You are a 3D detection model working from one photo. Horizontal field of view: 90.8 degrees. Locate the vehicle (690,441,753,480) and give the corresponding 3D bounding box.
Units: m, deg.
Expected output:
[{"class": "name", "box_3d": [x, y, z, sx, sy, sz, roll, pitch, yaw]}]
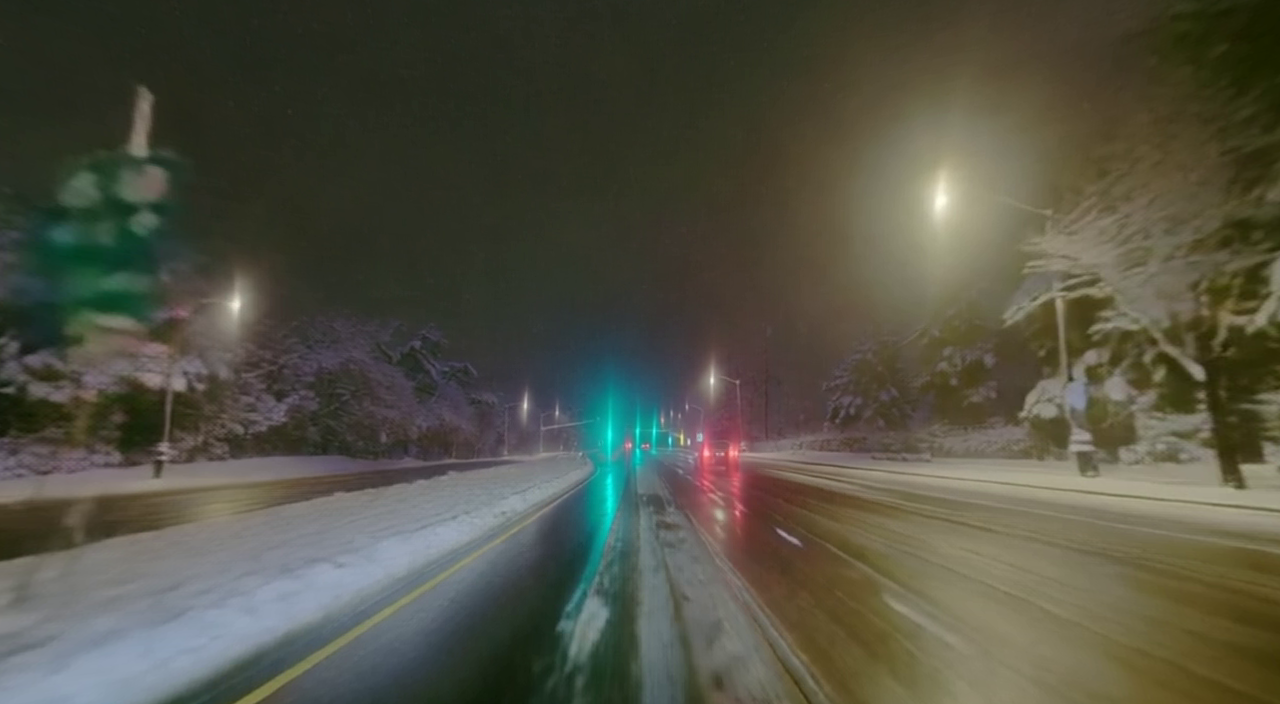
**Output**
[{"class": "vehicle", "box_3d": [3.378, 4.600, 27.039, 1.948, 1.479, 4.620, 0, -9, -1]}]
